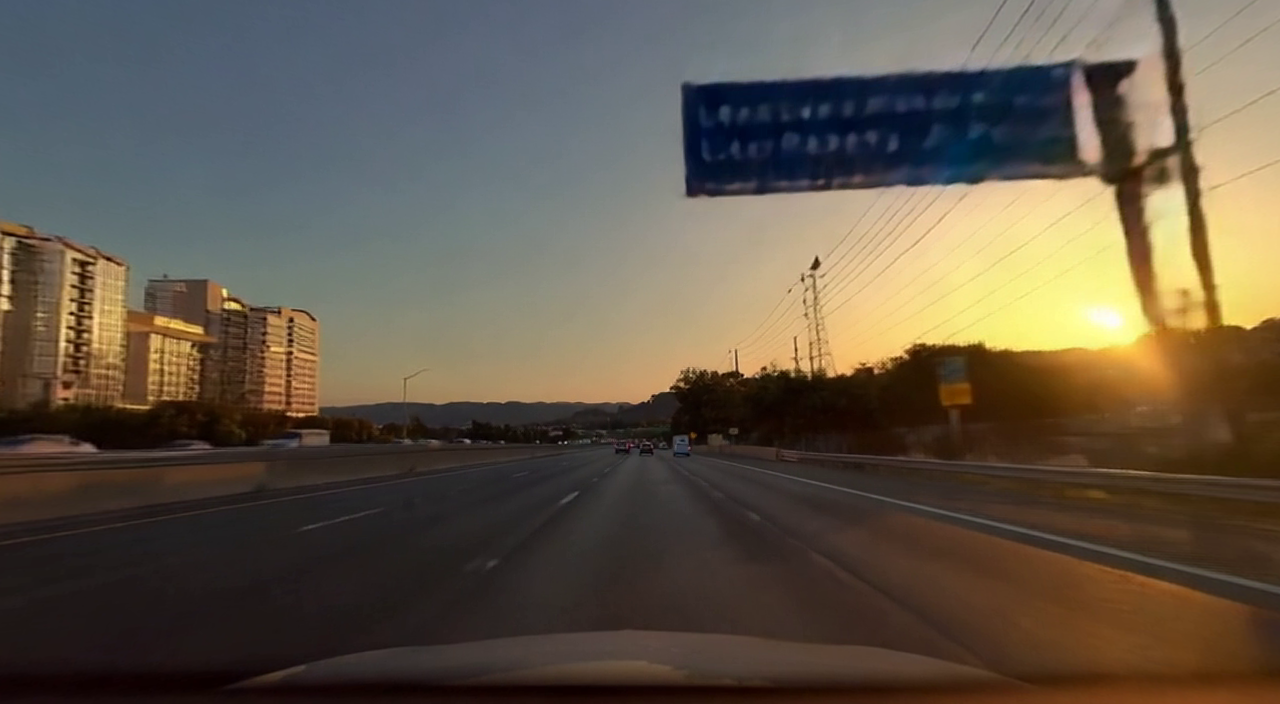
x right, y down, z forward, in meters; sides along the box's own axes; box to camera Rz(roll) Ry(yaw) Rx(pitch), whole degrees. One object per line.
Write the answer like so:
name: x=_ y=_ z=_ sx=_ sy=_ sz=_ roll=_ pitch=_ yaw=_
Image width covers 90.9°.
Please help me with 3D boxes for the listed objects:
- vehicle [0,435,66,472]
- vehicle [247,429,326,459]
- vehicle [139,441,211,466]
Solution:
vehicle: x=-29.940 y=4.751 z=29.579 sx=1.806 sy=1.648 sz=4.438 roll=0 pitch=-8 yaw=-1
vehicle: x=-25.758 y=6.734 z=46.302 sx=2.273 sy=1.991 sz=6.035 roll=-1 pitch=-8 yaw=1
vehicle: x=-33.819 y=7.374 z=46.031 sx=1.819 sy=1.650 sz=4.549 roll=0 pitch=-8 yaw=-1
